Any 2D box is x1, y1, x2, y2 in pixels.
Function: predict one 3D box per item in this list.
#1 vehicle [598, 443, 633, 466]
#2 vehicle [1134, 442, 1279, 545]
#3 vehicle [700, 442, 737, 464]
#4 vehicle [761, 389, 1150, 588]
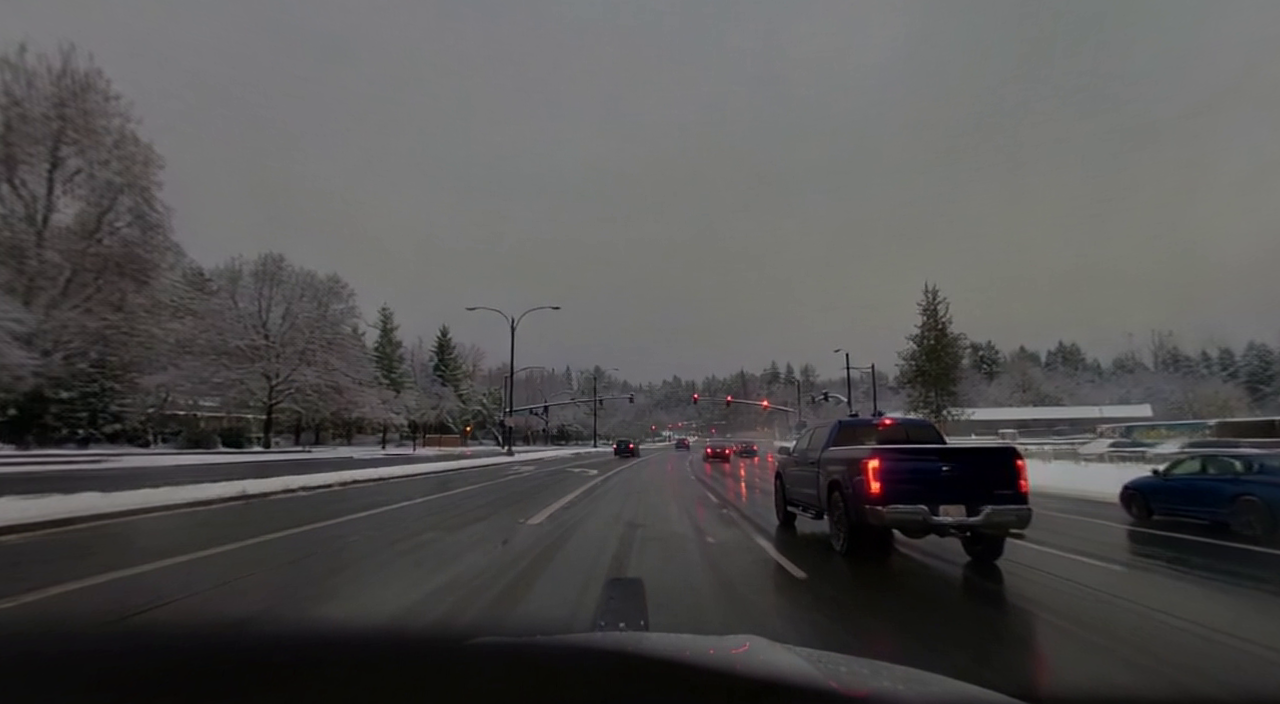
[{"bbox_3d":[-1.684,7.232,44.663,1.958,1.542,4.175,-1,-8,5],"label":"vehicle"},{"bbox_3d":[10.545,2.210,9.877,1.963,1.513,4.600,1,-8,1],"label":"vehicle"},{"bbox_3d":[5.867,7.630,47.651,2.292,1.563,4.734,0,-8,2],"label":"vehicle"},{"bbox_3d":[3.403,1.652,8.609,2.333,1.777,5.713,0,-8,0],"label":"vehicle"}]
